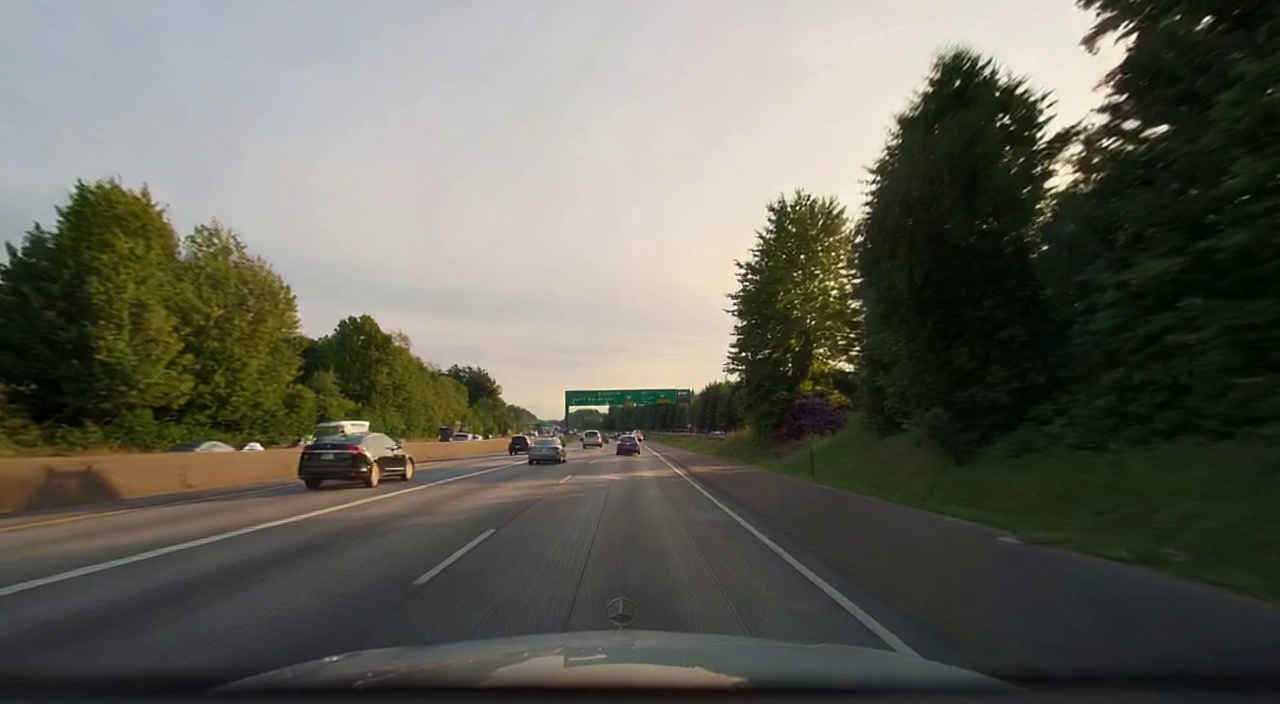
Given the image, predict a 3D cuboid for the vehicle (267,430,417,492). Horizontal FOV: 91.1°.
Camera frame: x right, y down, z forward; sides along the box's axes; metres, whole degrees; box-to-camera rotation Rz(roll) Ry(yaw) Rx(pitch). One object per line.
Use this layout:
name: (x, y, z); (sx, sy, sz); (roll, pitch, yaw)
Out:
vehicle: (-8.407, 3.078, 18.345); (1.953, 1.524, 4.863); (0, -8, 1)

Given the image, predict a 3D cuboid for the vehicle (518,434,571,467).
vehicle: (-4.470, 4.672, 30.014); (1.909, 1.445, 4.087); (0, -8, 0)

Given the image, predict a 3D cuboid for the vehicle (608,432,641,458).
vehicle: (-0.979, 5.941, 40.309); (2.002, 1.611, 3.778); (0, -8, 0)

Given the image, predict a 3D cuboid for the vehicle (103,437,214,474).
vehicle: (-21.129, 4.519, 27.822); (1.791, 1.468, 3.901); (0, -8, 0)
